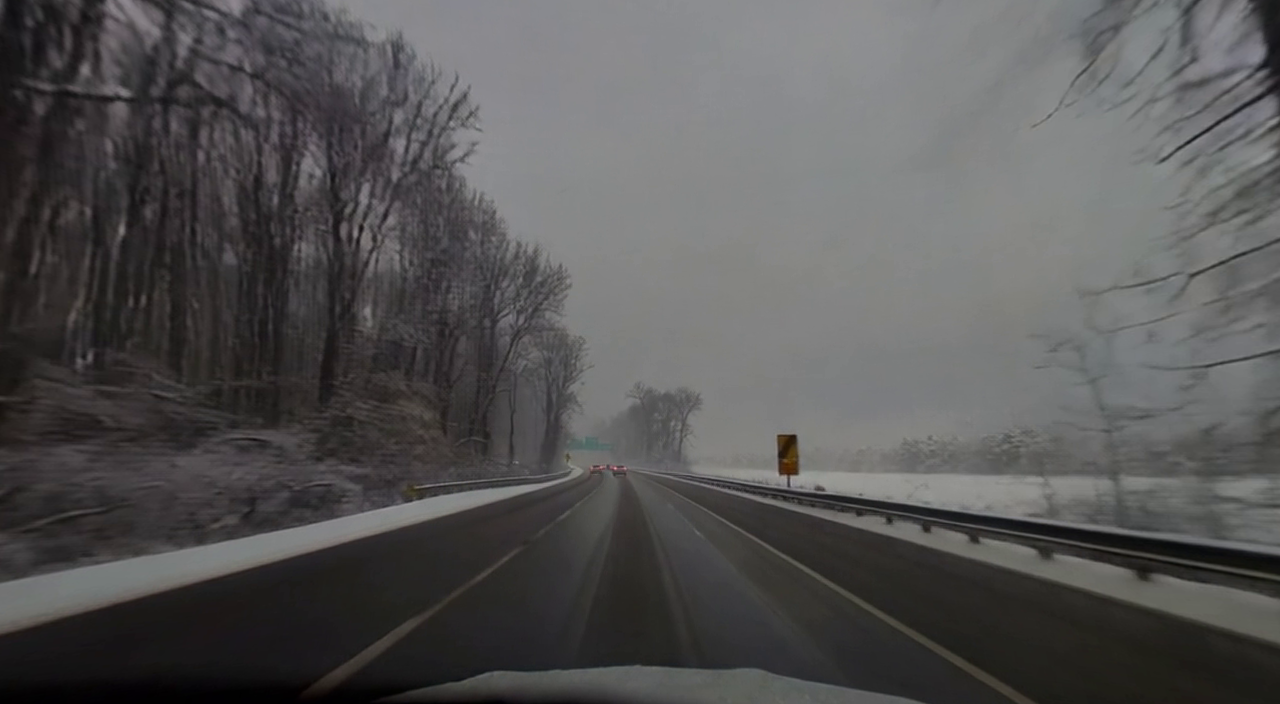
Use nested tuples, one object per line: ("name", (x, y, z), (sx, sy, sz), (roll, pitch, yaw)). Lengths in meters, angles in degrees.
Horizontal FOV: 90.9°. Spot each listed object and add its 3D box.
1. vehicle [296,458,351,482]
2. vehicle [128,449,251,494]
("vehicle", (-20.788, 7.762, 41.534), (1.765, 1.441, 3.613), (1, -10, 0))
("vehicle", (-16.426, 4.396, 23.233), (1.765, 1.472, 3.659), (1, -10, 0))
